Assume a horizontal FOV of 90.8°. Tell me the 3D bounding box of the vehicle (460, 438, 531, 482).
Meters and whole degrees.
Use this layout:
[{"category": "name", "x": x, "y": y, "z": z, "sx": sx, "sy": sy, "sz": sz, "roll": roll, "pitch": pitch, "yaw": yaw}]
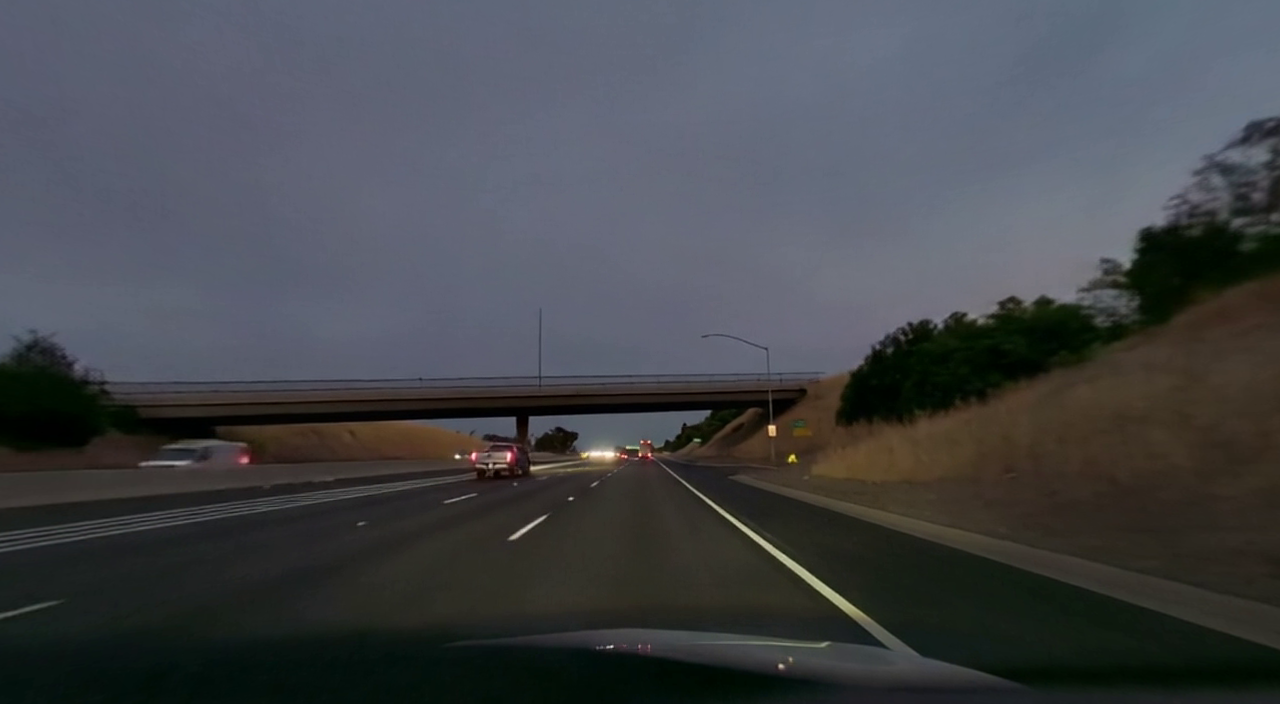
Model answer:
[{"category": "vehicle", "x": -6.915, "y": 5.237, "z": 30.812, "sx": 2.232, "sy": 1.947, "sz": 5.180, "roll": 0, "pitch": -9, "yaw": 0}]
